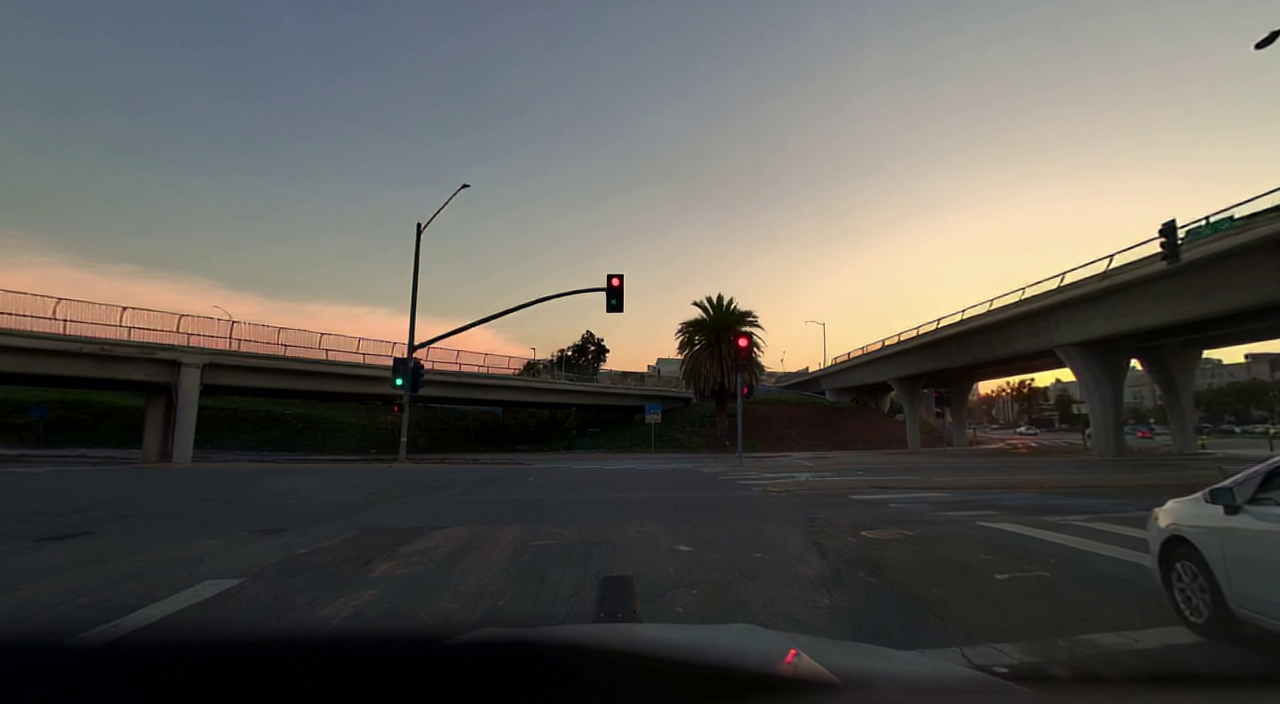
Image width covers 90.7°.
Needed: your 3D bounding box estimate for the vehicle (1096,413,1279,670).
[{"bbox_3d":[4.594,1.012,3.067,1.959,1.485,4.628,-2,-9,10],"label":"vehicle"}]
